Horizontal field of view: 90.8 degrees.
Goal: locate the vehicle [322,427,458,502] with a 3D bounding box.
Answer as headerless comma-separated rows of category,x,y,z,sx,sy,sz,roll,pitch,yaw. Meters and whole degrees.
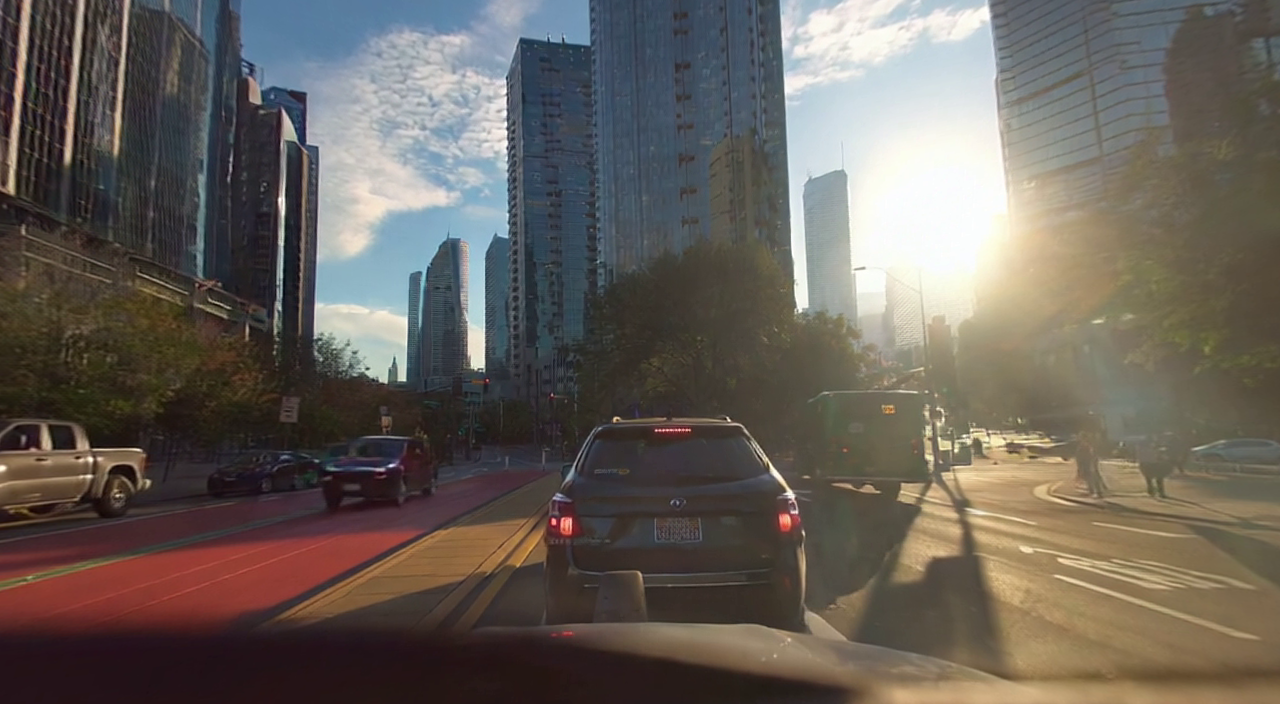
vehicle,-6.716,3.060,17.690,2.198,1.779,4.926,1,-8,-6

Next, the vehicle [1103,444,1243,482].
vehicle,30.828,6.425,36.874,5.890,1.996,2.155,-6,-10,34

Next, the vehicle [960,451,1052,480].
vehicle,23.891,7.394,41.323,4.956,1.706,1.822,-6,-10,33

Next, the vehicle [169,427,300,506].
vehicle,-11.198,3.155,17.745,1.559,1.973,3.419,1,-9,-5

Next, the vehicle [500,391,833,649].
vehicle,0.205,1.421,6.334,2.192,1.695,4.142,0,-8,1

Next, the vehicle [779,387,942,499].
vehicle,7.040,3.109,21.686,3.113,3.116,7.650,0,-8,3

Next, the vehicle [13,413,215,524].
vehicle,-10.861,2.395,13.397,1.482,2.019,3.297,0,-9,-4

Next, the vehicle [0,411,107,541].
vehicle,-10.485,1.913,9.807,1.543,1.946,3.454,1,-9,-6

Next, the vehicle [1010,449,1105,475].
vehicle,28.114,7.366,42.719,5.153,1.626,1.895,-6,-10,33
